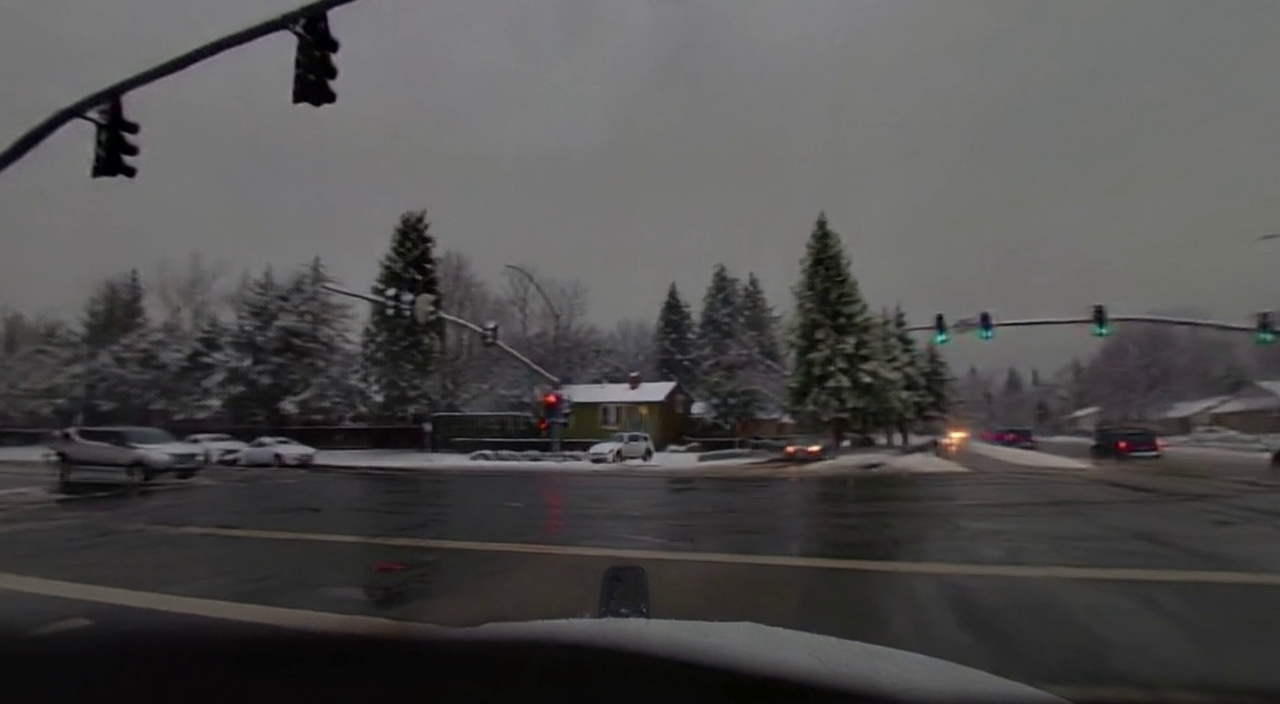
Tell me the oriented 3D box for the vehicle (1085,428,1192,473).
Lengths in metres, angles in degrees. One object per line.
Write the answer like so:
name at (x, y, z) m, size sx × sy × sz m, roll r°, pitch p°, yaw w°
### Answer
vehicle at (21.601, 4.288, 27.587) m, size 2.120 × 1.767 × 4.856 m, roll -3°, pitch -9°, yaw 20°

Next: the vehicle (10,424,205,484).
vehicle at (-18.650, 3.558, 22.130) m, size 5.874 × 1.897 × 2.226 m, roll -3°, pitch -9°, yaw 17°

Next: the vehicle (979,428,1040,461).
vehicle at (22.286, 5.614, 38.203) m, size 2.239 × 1.812 × 4.812 m, roll -3°, pitch -9°, yaw 19°

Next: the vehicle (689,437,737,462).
vehicle at (4.861, 6.390, 41.357) m, size 2.039 × 1.519 × 4.356 m, roll -4°, pitch -9°, yaw 21°
